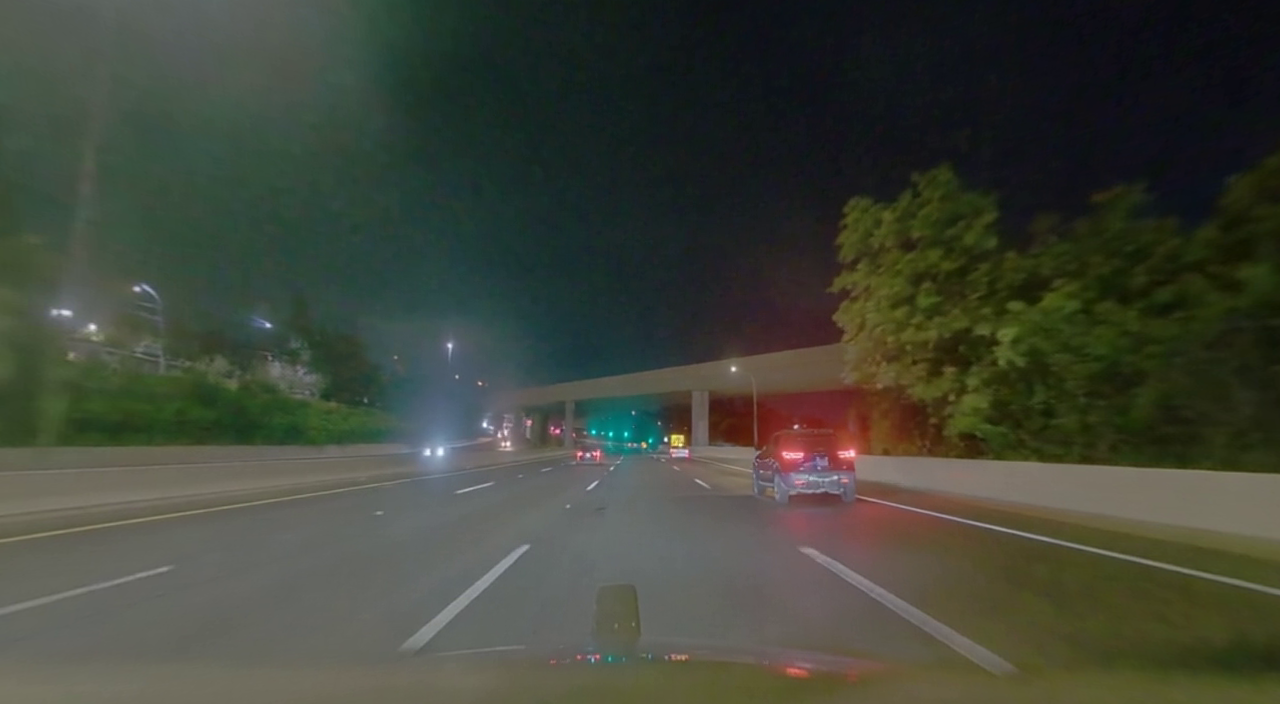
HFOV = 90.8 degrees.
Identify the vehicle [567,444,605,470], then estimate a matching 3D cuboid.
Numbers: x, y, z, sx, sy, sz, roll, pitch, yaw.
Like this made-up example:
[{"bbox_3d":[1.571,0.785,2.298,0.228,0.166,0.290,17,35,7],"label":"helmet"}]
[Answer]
[{"bbox_3d":[-3.388,6.657,40.345,2.037,1.514,4.335,-1,-9,0],"label":"vehicle"}]
